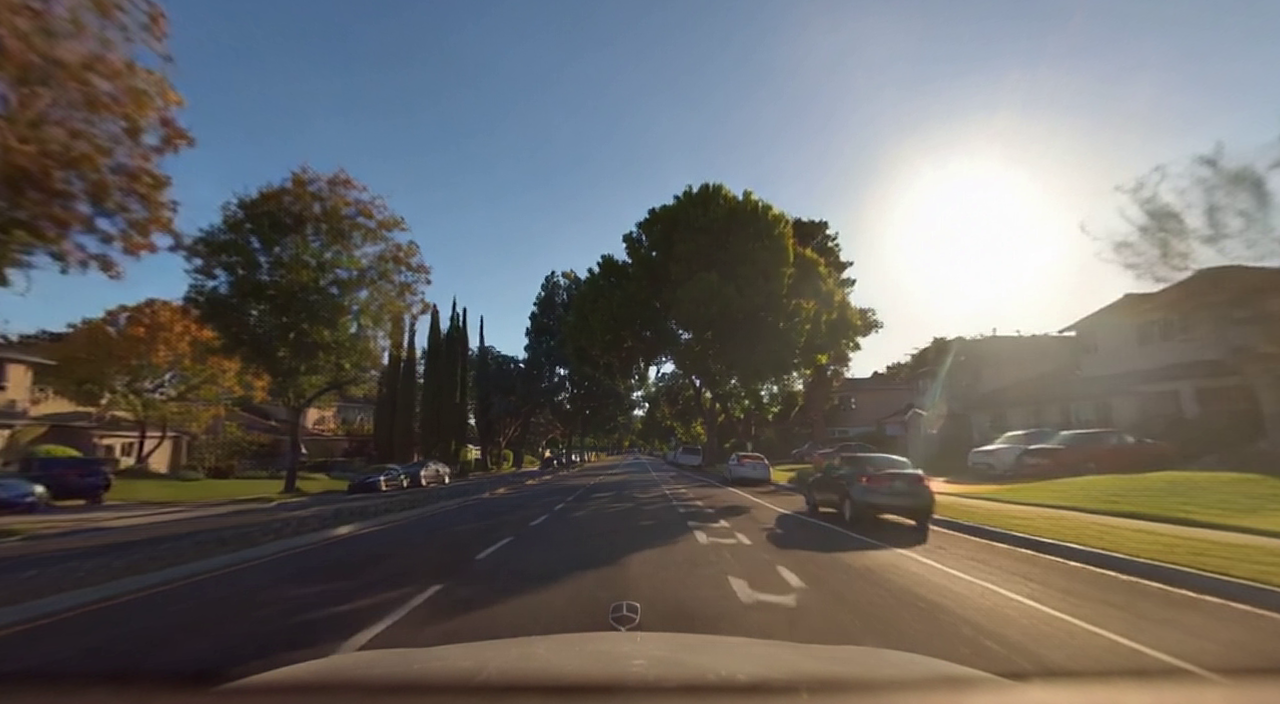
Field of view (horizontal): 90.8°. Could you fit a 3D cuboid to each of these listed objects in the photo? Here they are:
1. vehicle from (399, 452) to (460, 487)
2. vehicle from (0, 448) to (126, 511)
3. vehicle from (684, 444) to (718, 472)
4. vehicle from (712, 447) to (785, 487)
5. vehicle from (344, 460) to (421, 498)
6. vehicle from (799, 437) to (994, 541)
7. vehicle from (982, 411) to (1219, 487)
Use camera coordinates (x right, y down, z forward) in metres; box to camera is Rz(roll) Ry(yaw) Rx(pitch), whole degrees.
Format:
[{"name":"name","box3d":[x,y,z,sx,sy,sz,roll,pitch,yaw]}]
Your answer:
[{"name":"vehicle","box3d":[-12.796,7.180,38.766,2.075,1.917,4.984,-1,-10,0]},{"name":"vehicle","box3d":[-21.360,4.344,21.912,5.005,1.796,2.268,3,-9,3]},{"name":"vehicle","box3d":[4.214,7.431,44.556,2.074,1.838,5.402,0,-8,2]},{"name":"vehicle","box3d":[4.520,4.859,27.109,2.035,1.498,4.910,-1,-9,-3]},{"name":"vehicle","box3d":[-12.827,6.312,31.823,1.925,1.498,4.850,-4,-8,-1]},{"name":"vehicle","box3d":[4.686,2.602,12.533,1.934,1.546,5.009,2,-10,2]},{"name":"vehicle","box3d":[12.639,2.732,17.657,4.850,1.610,1.980,-5,-10,3]}]
